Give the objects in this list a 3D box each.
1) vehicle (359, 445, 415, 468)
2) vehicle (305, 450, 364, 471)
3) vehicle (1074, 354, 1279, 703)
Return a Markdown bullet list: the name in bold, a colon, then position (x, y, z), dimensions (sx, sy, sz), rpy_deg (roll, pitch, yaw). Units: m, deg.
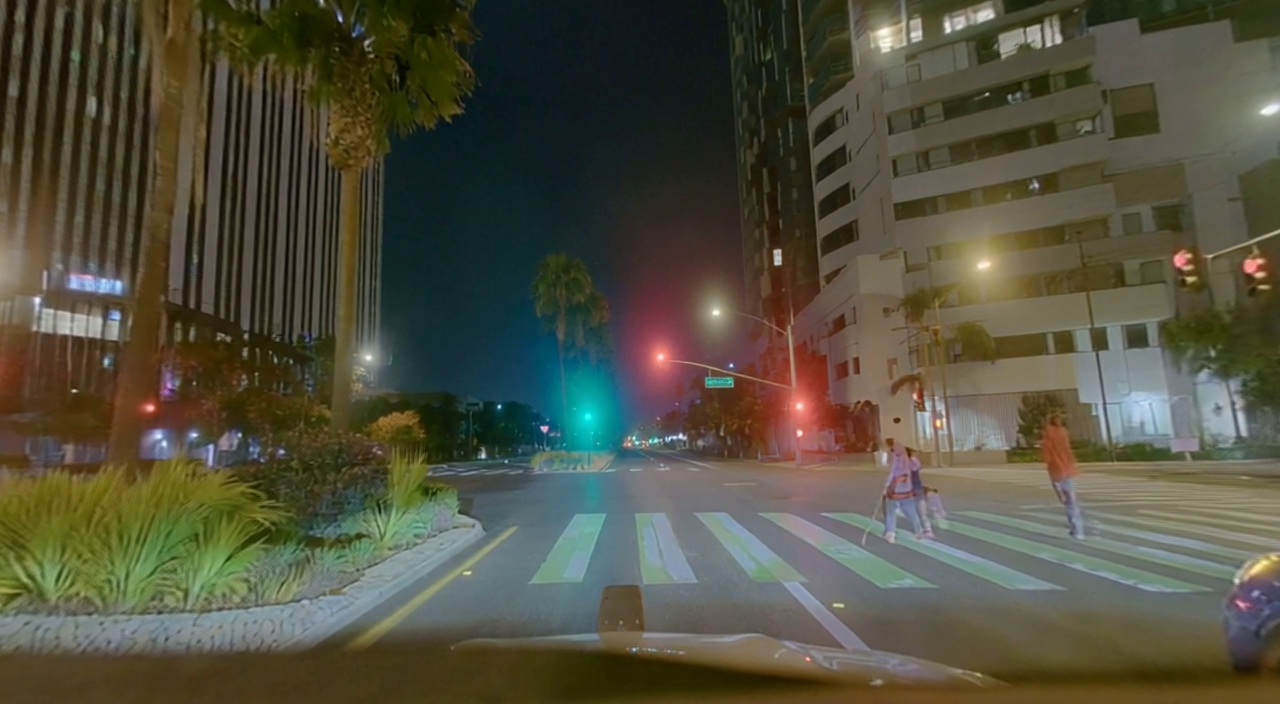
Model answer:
- **vehicle**: position (-19.730, 8.169, 49.488), dimensions (2.357, 1.678, 5.014), rpy_deg (0, -9, 0)
- **vehicle**: position (-23.649, 8.427, 49.186), dimensions (1.955, 1.480, 5.163), rpy_deg (0, -9, 1)
- **vehicle**: position (3.313, 0.662, 1.129), dimensions (2.060, 1.631, 4.169), rpy_deg (0, -9, 0)
